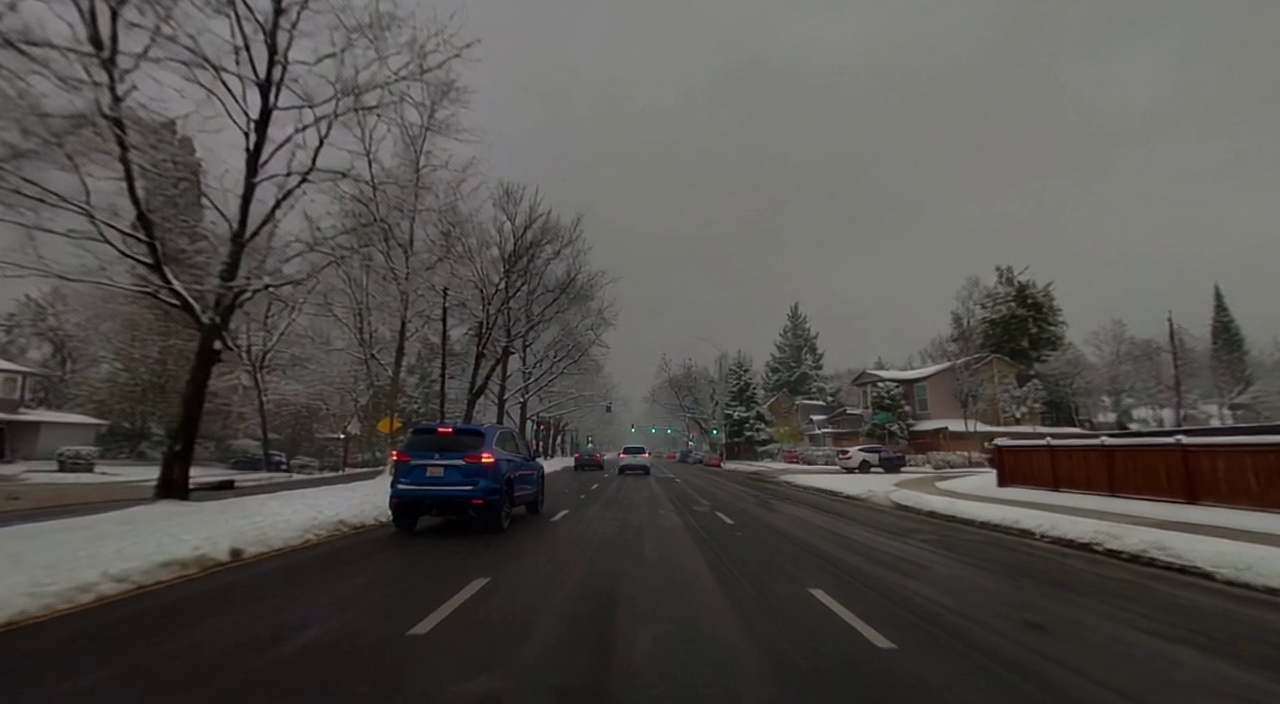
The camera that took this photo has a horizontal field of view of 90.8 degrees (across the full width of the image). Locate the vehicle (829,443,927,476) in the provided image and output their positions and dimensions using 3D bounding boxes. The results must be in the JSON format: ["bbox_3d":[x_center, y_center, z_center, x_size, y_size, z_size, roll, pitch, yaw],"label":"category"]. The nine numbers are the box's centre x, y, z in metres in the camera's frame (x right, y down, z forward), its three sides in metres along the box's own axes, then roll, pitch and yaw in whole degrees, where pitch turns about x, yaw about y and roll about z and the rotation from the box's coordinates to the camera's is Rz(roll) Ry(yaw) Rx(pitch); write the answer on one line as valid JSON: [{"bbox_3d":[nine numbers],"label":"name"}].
[{"bbox_3d":[12.589,5.731,33.695,4.482,1.678,1.890,-1,-8,7],"label":"vehicle"}]

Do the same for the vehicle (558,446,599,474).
[{"bbox_3d":[-3.620,6.382,37.661,2.066,1.565,3.905,0,-8,0],"label":"vehicle"}]

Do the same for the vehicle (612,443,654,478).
[{"bbox_3d":[-0.362,5.521,32.388,1.997,1.636,3.760,0,-8,-1],"label":"vehicle"}]

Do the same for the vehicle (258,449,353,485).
[{"bbox_3d":[-15.589,5.363,29.753,1.866,1.501,4.689,0,-8,1],"label":"vehicle"}]

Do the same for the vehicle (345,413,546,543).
[{"bbox_3d":[-3.266,2.235,11.916,2.161,1.919,4.798,0,-8,1],"label":"vehicle"}]

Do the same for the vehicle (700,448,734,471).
[{"bbox_3d":[5.757,8.040,47.545,1.987,1.613,3.894,0,-8,-1],"label":"vehicle"}]
